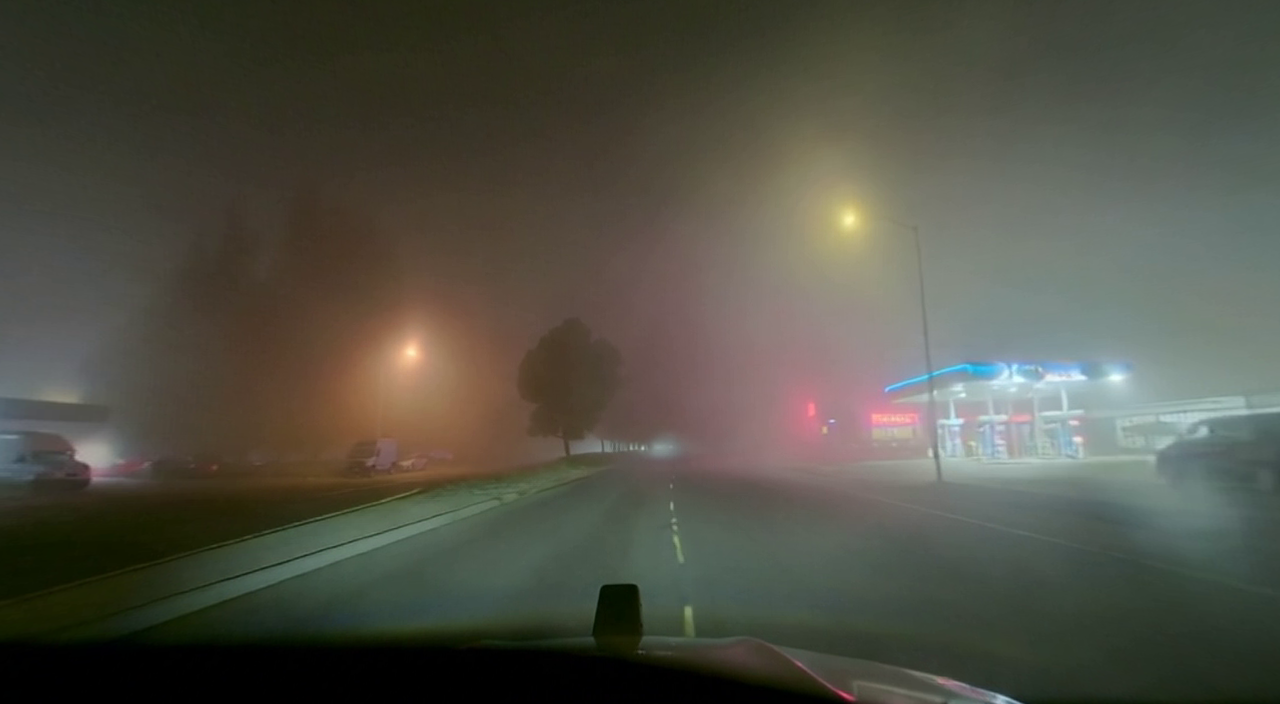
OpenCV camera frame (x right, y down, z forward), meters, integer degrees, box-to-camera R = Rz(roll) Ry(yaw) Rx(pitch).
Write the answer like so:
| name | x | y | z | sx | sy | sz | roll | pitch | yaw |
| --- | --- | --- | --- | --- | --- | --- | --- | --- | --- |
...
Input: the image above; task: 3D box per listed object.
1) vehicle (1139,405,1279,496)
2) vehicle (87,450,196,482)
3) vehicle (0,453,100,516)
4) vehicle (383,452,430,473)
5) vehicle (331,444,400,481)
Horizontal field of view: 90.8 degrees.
| name | x | y | z | sx | sy | sz | roll | pitch | yaw |
| --- | --- | --- | --- | --- | --- | --- | --- | --- | --- |
| vehicle | 14.453 | 2.249 | 14.500 | 2.108 | 1.877 | 4.807 | -1 | -9 | 2 |
| vehicle | -27.780 | 6.341 | 35.323 | 4.336 | 1.654 | 2.062 | 0 | -9 | 1 |
| vehicle | -19.548 | 3.986 | 19.149 | 1.988 | 1.785 | 4.802 | -1 | -9 | 2 |
| vehicle | -18.128 | 8.598 | 49.332 | 1.829 | 1.462 | 4.463 | -1 | -9 | 2 |
| vehicle | -18.541 | 7.431 | 42.959 | 2.216 | 2.161 | 5.522 | -3 | -8 | 1 |
